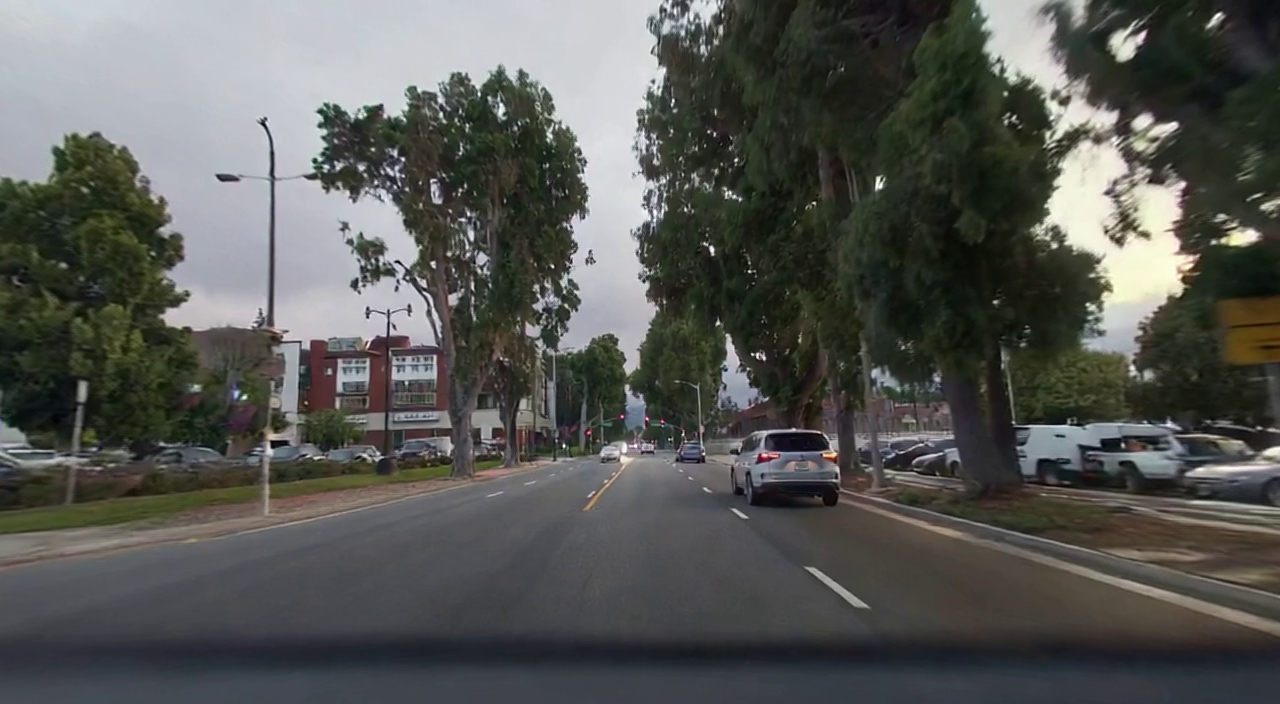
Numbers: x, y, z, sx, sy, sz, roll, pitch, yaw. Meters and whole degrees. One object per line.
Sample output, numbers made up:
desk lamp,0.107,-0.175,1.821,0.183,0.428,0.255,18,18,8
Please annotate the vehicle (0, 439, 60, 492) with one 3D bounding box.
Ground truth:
vehicle,-24.591,4.529,24.807,4.620,1.855,2.173,-11,-11,43

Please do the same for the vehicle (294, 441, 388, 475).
vehicle,-15.126,5.365,31.929,3.993,1.566,2.114,4,-12,-33

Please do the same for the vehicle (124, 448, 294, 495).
vehicle,-14.603,4.001,21.560,1.892,1.408,4.413,-8,-12,43

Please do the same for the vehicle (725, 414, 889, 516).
vehicle,3.411,2.456,14.184,2.251,1.861,5.144,0,-9,0

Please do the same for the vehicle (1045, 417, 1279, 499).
vehicle,12.239,2.369,14.206,4.586,1.671,2.262,0,-9,1

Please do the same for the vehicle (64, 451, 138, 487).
vehicle,-24.591,5.252,28.690,2.047,1.463,4.381,8,-12,-44

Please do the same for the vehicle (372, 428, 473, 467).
vehicle,-15.068,6.646,43.911,6.071,2.468,2.616,7,-11,-40

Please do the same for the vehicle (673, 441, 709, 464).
vehicle,3.499,7.064,44.457,2.072,1.471,4.834,0,-9,-1
